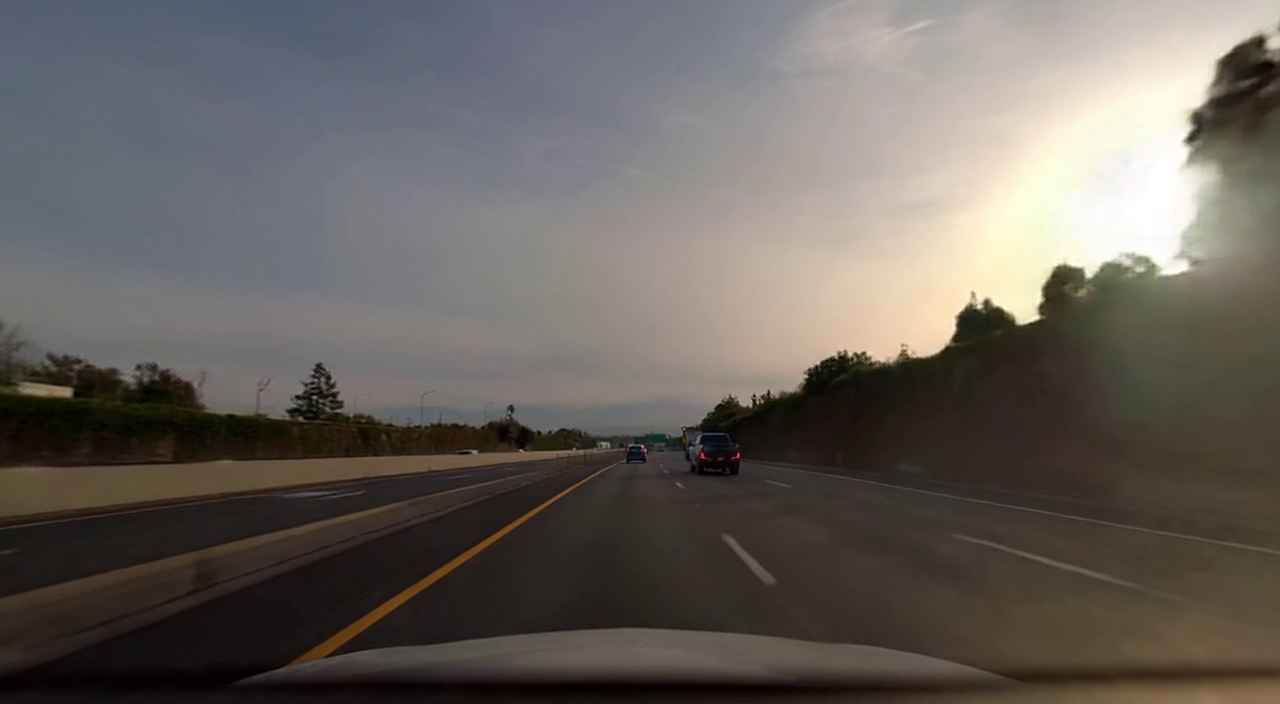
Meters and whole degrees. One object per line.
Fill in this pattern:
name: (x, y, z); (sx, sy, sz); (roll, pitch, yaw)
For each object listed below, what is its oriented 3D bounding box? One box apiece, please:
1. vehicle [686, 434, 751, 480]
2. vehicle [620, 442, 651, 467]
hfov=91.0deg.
vehicle: (3.354, 4.619, 27.986); (2.269, 1.839, 4.554); (0, -9, -1)
vehicle: (-0.305, 7.341, 45.361); (2.142, 1.664, 4.076); (0, -9, 1)
